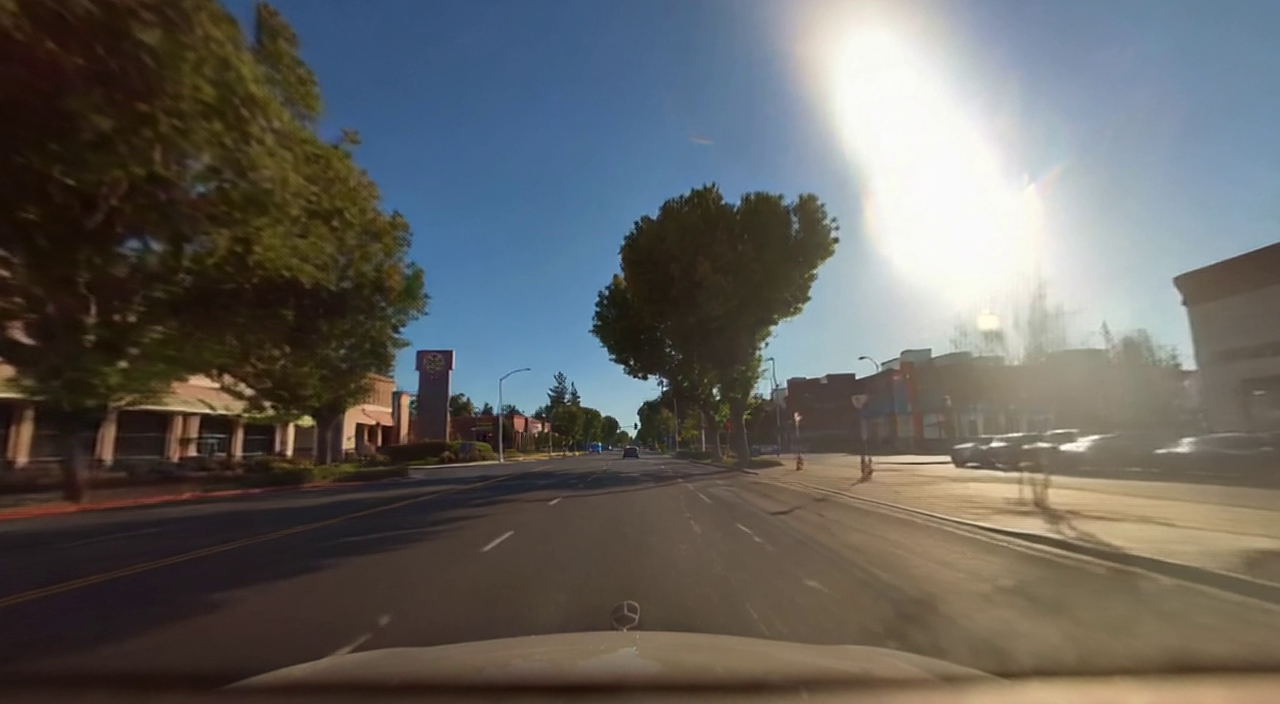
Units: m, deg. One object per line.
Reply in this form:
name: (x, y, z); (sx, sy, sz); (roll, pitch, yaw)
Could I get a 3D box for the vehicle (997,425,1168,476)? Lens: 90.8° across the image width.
vehicle: (16.052, 3.596, 23.143); (4.656, 1.748, 2.059); (0, -8, 1)

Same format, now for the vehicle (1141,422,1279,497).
vehicle: (16.104, 2.674, 16.250); (4.648, 1.637, 2.029); (-3, -8, -3)
